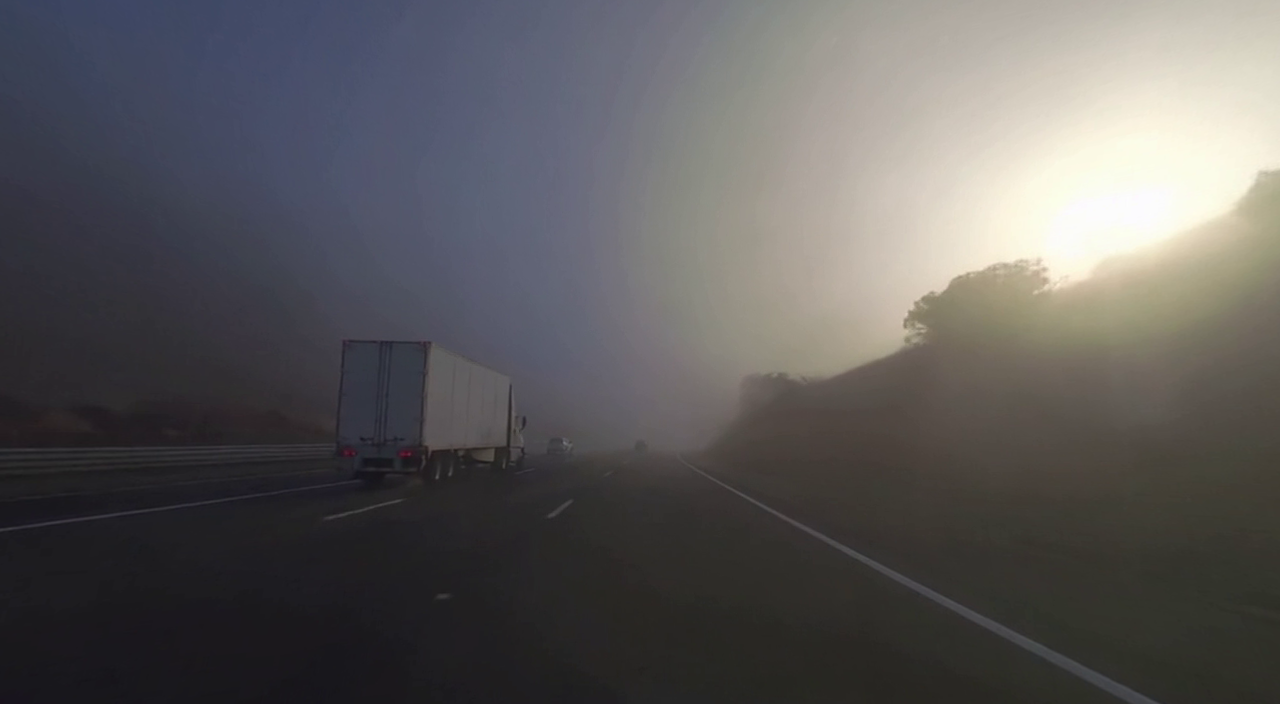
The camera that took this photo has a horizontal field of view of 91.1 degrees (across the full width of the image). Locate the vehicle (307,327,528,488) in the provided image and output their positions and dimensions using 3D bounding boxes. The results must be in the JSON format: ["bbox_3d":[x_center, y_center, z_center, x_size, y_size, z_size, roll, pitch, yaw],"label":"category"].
[{"bbox_3d":[-6.323,2.092,20.649,2.981,3.860,11.022,0,-8,1],"label":"vehicle"}]
